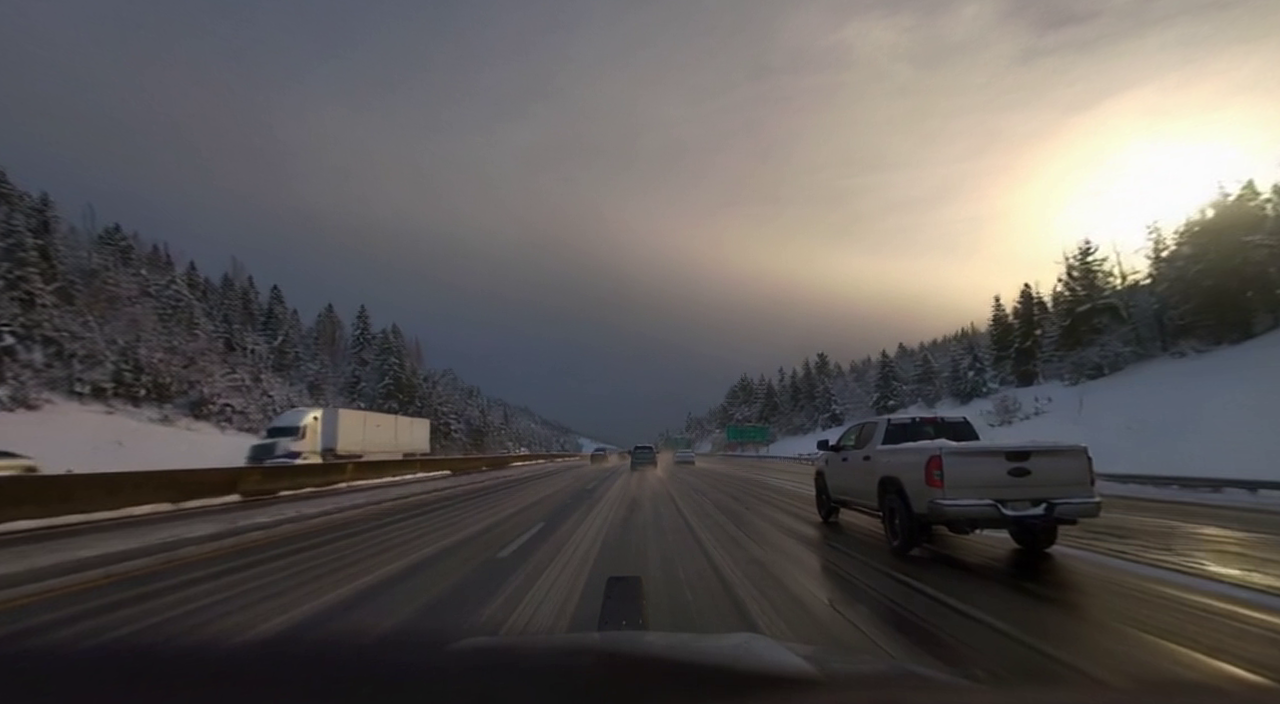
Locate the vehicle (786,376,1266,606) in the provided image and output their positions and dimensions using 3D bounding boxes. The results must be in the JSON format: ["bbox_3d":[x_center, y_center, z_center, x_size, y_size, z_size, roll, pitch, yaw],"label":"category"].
[{"bbox_3d":[4.027,1.630,8.466,2.700,1.980,5.866,0,-8,0],"label":"vehicle"}]

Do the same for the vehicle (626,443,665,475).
[{"bbox_3d":[0.263,6.005,35.719,2.086,1.685,4.206,0,-8,0],"label":"vehicle"}]

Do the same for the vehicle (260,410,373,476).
[{"bbox_3d":[-20.113,5.748,39.925,3.064,3.722,7.499,0,-8,0],"label":"vehicle"}]

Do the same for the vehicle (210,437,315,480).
[{"bbox_3d":[-16.056,4.540,27.118,1.855,1.664,4.257,0,-8,0],"label":"vehicle"}]
